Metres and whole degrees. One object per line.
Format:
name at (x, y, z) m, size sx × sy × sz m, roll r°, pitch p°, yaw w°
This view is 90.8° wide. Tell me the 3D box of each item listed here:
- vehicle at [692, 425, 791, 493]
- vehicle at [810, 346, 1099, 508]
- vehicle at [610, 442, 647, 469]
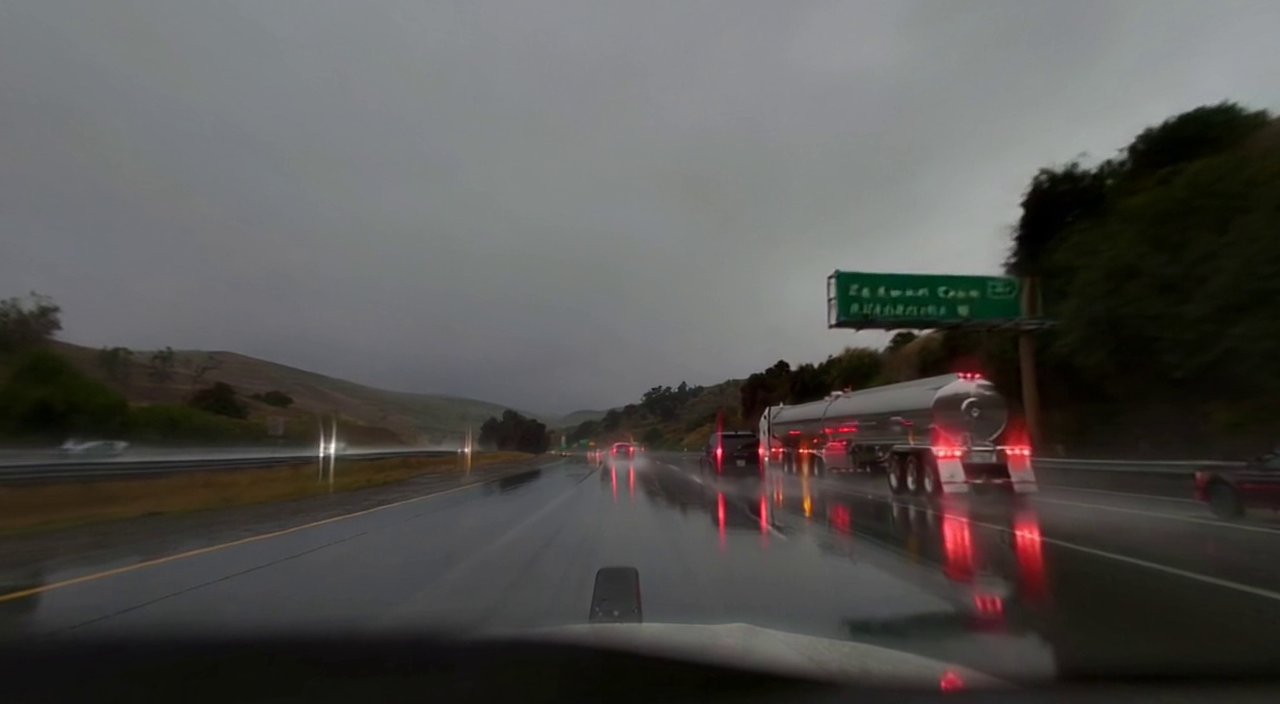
vehicle at (2.927, 3.228, 19.343) m, size 2.098 × 1.794 × 4.561 m, roll 0°, pitch -9°, yaw -2°
vehicle at (7.568, 2.200, 17.555) m, size 2.805 × 3.212 × 9.978 m, roll 0°, pitch -9°, yaw 0°
vehicle at (-0.705, 6.155, 37.770) m, size 2.083 × 1.477 × 3.965 m, roll 0°, pitch -9°, yaw -2°
